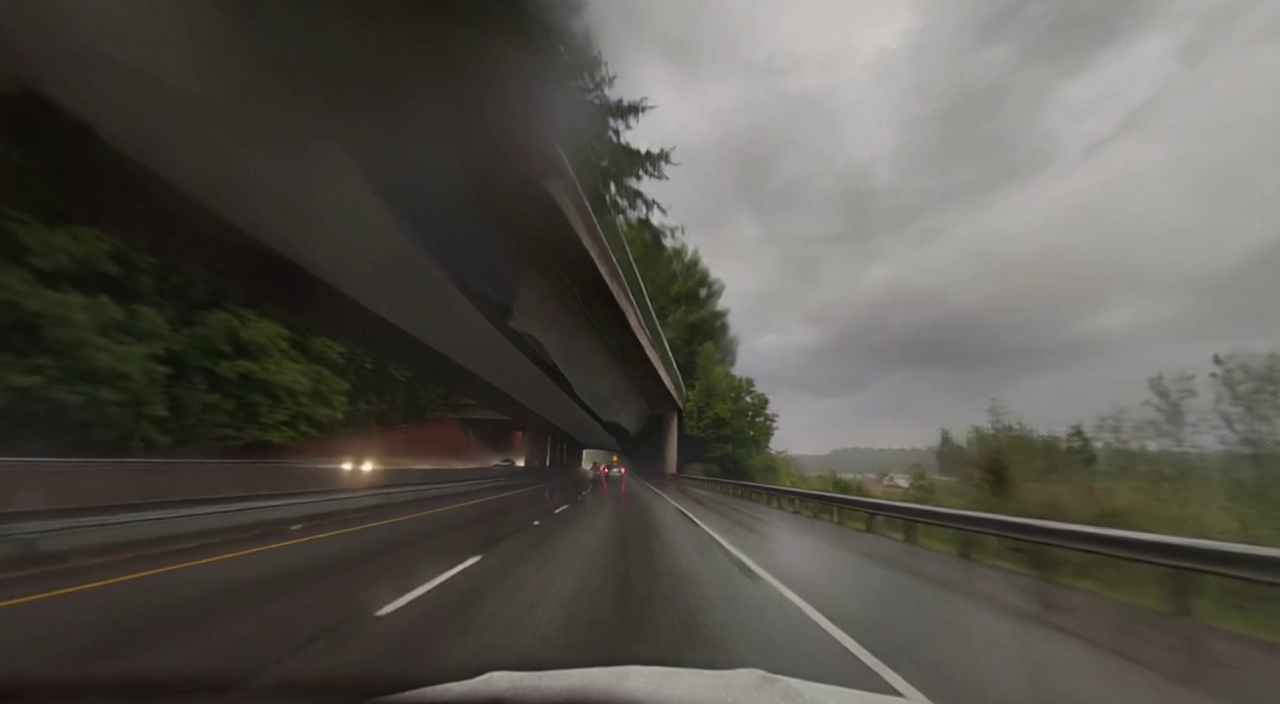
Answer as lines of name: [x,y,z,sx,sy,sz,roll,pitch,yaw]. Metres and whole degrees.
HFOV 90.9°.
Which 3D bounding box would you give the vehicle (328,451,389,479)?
vehicle: [-17.993,7.276,40.500,1.963,1.652,4.442,1,-11,-3]
